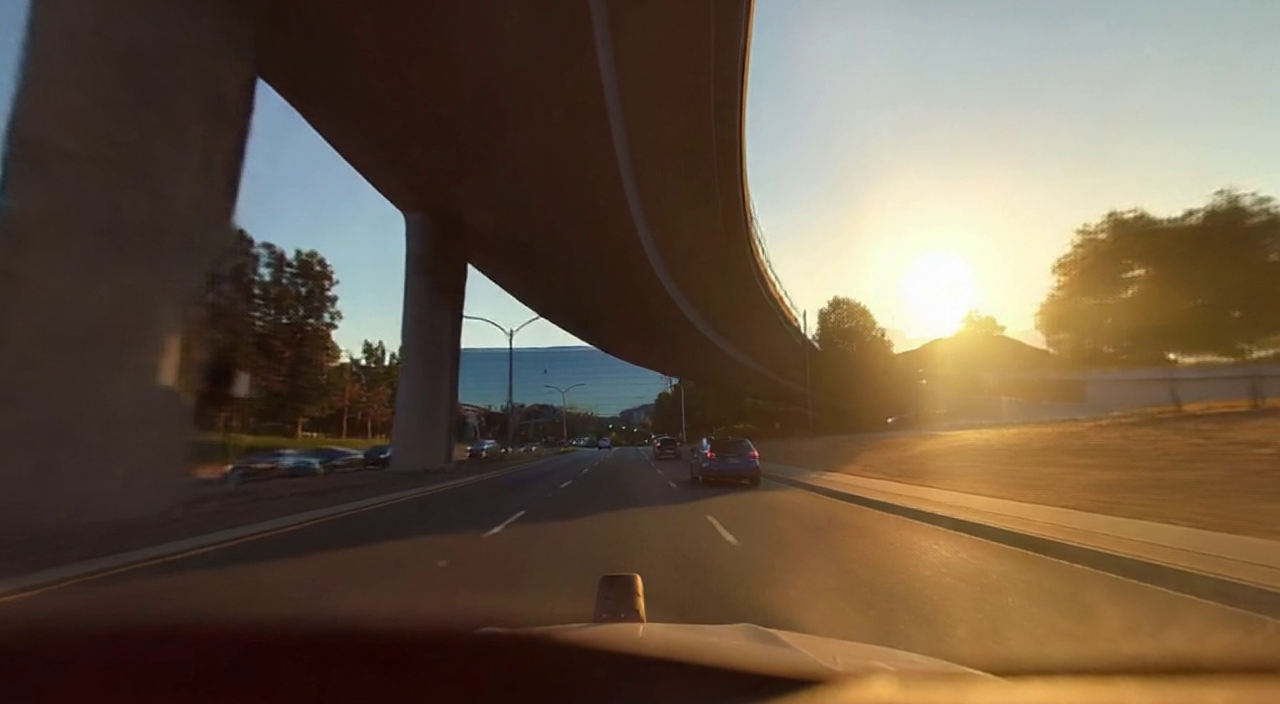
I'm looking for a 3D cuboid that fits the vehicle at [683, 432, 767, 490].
[{"bbox_3d":[2.689,3.610,21.130,2.110,1.712,4.489,0,-9,-1],"label":"vehicle"}]

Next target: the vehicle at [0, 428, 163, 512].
[{"bbox_3d":[-16.194,3.085,16.885,2.243,1.952,5.838,0,-9,-1],"label":"vehicle"}]

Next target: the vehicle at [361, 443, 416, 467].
[{"bbox_3d":[-16.620,6.831,41.833,1.883,1.506,4.535,0,-9,-1],"label":"vehicle"}]

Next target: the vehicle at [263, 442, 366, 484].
[{"bbox_3d":[-12.970,4.431,25.459,1.844,1.514,4.386,0,-9,0],"label":"vehicle"}]
